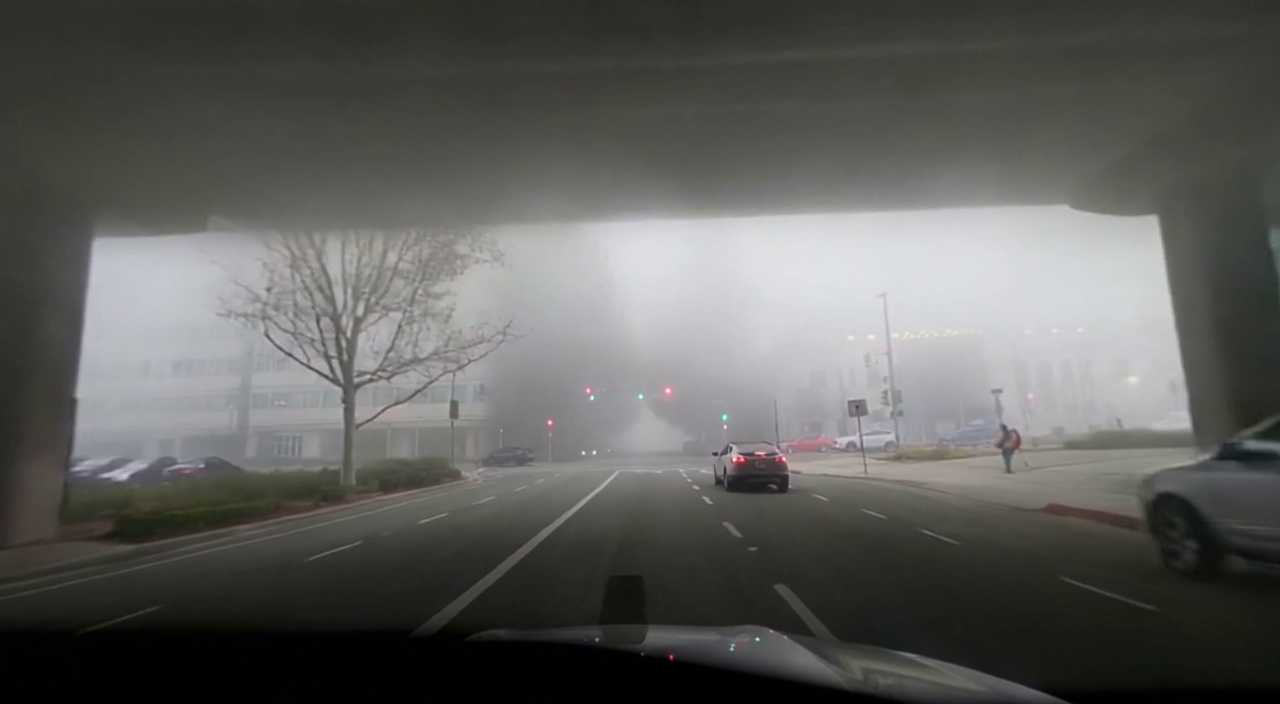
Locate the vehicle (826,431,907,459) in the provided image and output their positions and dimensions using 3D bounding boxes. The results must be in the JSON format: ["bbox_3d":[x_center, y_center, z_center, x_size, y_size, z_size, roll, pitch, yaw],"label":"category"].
[{"bbox_3d":[15.117,6.256,42.277,4.611,1.778,1.939,0,-9,1],"label":"vehicle"}]

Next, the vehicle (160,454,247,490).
[{"bbox_3d":[-22.854,6.250,33.202,1.757,1.699,3.854,0,-9,1],"label":"vehicle"}]

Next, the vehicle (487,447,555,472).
[{"bbox_3d":[-7.796,7.002,41.208,4.037,1.562,2.099,-7,-11,36],"label":"vehicle"}]

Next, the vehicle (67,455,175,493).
[{"bbox_3d":[-27.228,6.363,33.316,1.807,1.795,4.566,0,-9,0],"label":"vehicle"}]

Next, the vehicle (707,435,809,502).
[{"bbox_3d":[3.004,3.043,16.859,1.947,1.576,3.825,0,-9,0],"label":"vehicle"}]

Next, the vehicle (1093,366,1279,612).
[{"bbox_3d":[6.770,1.070,4.703,2.433,2.116,5.789,0,-9,0],"label":"vehicle"}]

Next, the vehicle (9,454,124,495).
[{"bbox_3d":[-29.993,6.360,33.194,1.811,1.942,4.376,0,-9,1],"label":"vehicle"}]
